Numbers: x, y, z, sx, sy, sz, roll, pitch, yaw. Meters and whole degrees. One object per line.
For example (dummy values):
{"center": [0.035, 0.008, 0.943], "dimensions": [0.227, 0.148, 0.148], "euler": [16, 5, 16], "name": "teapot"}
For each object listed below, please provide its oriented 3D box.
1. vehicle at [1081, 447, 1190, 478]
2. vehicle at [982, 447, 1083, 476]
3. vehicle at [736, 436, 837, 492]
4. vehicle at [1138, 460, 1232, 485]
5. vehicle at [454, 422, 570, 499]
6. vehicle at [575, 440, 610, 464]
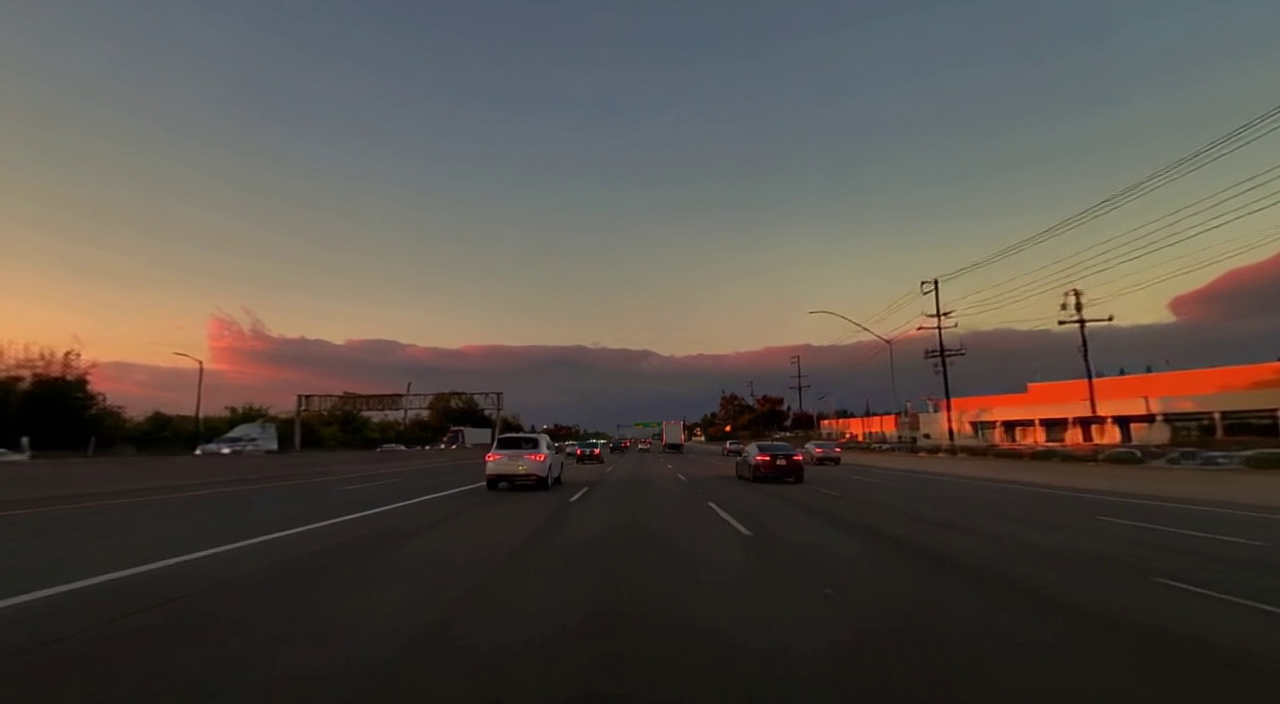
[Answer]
{"center": [35.545, 7.955, 45.308], "dimensions": [5.651, 1.888, 2.384], "euler": [-3, -9, 1], "name": "vehicle"}
{"center": [29.099, 8.123, 46.858], "dimensions": [5.824, 2.108, 2.304], "euler": [0, -9, 2], "name": "vehicle"}
{"center": [4.349, 3.396, 19.429], "dimensions": [1.980, 1.501, 4.433], "euler": [0, -9, -1], "name": "vehicle"}
{"center": [35.659, 7.894, 41.262], "dimensions": [4.215, 1.501, 1.849], "euler": [-1, -9, 6], "name": "vehicle"}
{"center": [-3.281, 2.899, 17.167], "dimensions": [2.130, 1.799, 4.583], "euler": [0, -9, 1], "name": "vehicle"}
{"center": [-3.117, 6.670, 42.087], "dimensions": [1.929, 1.521, 4.097], "euler": [0, -9, 1], "name": "vehicle"}
